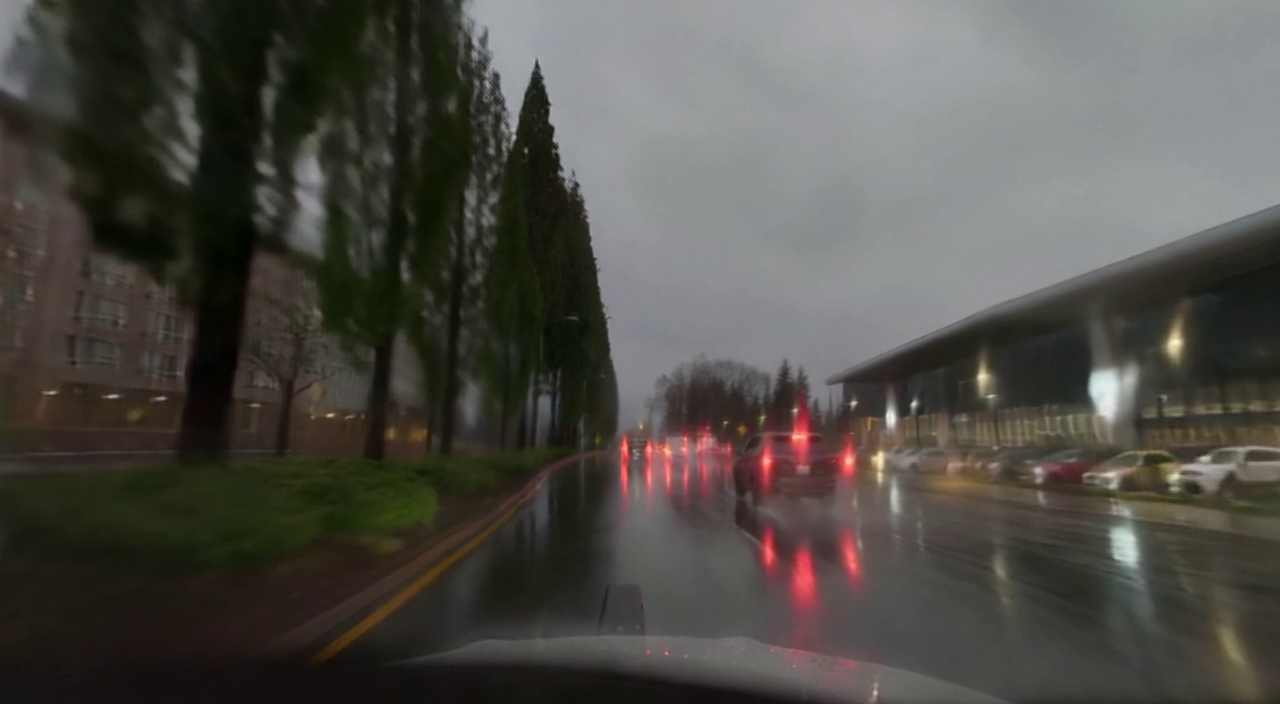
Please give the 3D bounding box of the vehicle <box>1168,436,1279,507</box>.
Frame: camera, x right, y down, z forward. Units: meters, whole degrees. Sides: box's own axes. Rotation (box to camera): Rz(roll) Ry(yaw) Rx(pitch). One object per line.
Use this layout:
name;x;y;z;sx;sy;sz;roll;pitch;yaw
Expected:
vehicle;17.435;3.297;17.695;4.612;1.747;2.183;4;-10;-26

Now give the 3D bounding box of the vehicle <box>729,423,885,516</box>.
vehicle;3.598;2.667;14.786;2.235;1.806;4.818;0;-9;-1

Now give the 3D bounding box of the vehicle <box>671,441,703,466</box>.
vehicle;3.515;7.654;47.684;1.976;1.725;4.159;0;-9;-1

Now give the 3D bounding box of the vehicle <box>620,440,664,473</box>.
vehicle;0.049;5.306;32.242;2.145;1.572;4.021;0;-9;-1
